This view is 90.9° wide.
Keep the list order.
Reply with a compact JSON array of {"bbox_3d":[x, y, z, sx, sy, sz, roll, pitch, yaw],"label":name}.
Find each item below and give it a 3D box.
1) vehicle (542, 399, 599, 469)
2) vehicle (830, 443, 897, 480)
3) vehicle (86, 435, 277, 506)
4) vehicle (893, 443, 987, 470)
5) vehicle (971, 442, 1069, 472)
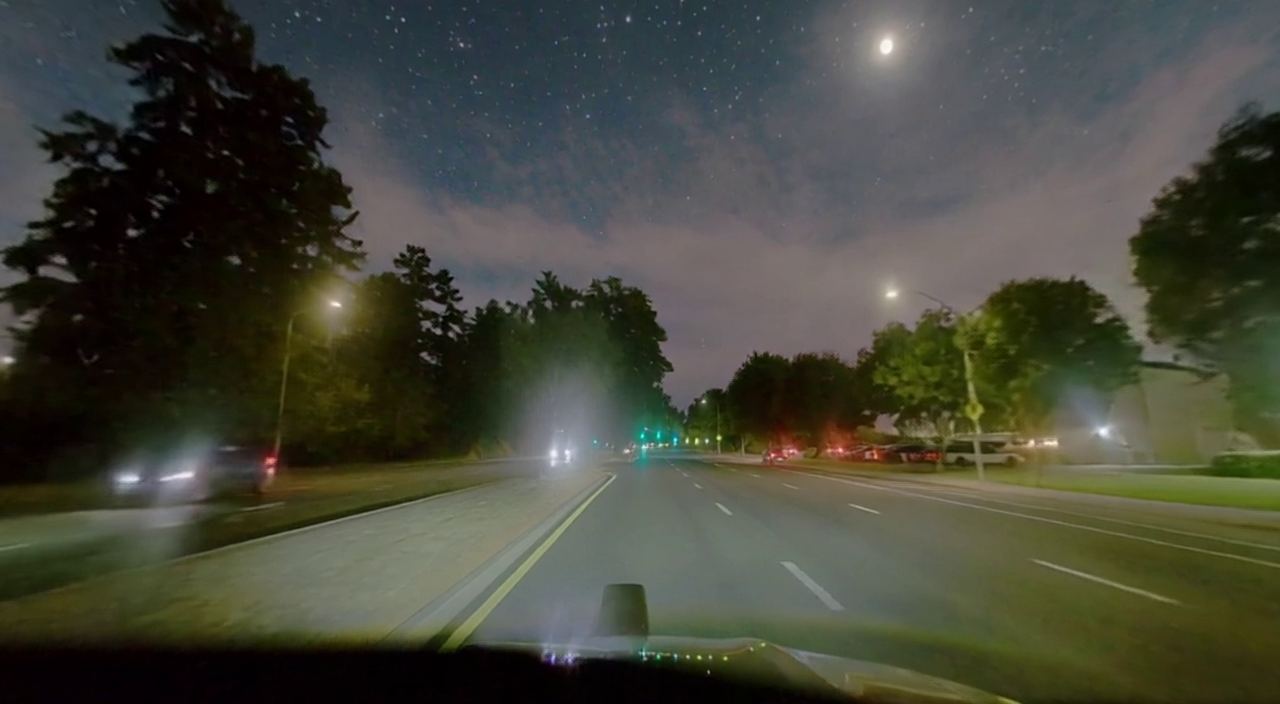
[{"bbox_3d":[-3.924,4.739,36.394,3.008,3.786,3.422,0,-8,-2],"label":"vehicle"},{"bbox_3d":[11.448,5.608,32.614,1.976,1.780,4.352,0,-8,1],"label":"vehicle"},{"bbox_3d":[-14.194,3.674,20.080,2.145,1.937,5.203,0,-8,0],"label":"vehicle"},{"bbox_3d":[20.224,7.047,42.655,5.184,1.713,2.210,0,-8,0],"label":"vehicle"},{"bbox_3d":[22.646,6.253,37.723,4.570,1.521,2.029,1,-8,6],"label":"vehicle"}]
